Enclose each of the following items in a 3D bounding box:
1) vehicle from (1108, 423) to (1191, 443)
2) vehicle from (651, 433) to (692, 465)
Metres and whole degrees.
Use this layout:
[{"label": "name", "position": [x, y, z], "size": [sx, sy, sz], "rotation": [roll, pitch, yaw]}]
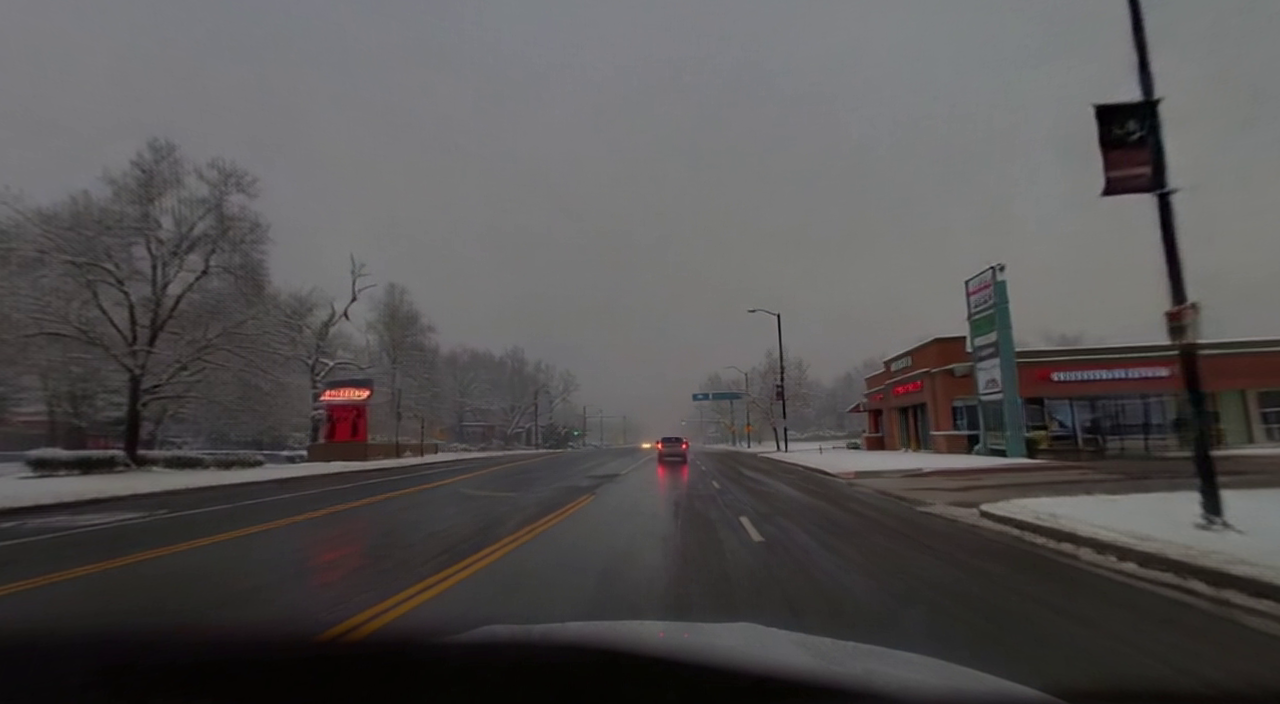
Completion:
[{"label": "vehicle", "position": [39.442, 6.321, 48.802], "size": [4.637, 1.477, 1.823], "rotation": [-1, -8, 5]}, {"label": "vehicle", "position": [1.962, 5.844, 38.010], "size": [2.235, 1.719, 4.292], "rotation": [1, -8, 5]}]
